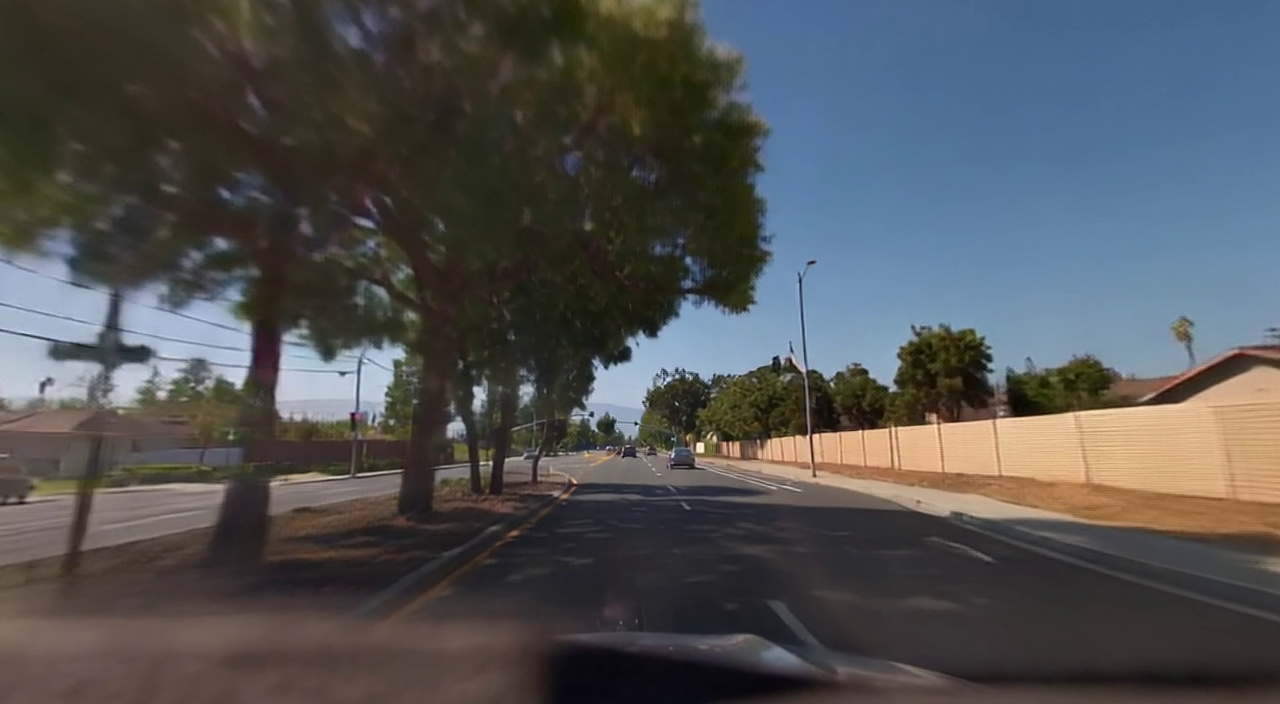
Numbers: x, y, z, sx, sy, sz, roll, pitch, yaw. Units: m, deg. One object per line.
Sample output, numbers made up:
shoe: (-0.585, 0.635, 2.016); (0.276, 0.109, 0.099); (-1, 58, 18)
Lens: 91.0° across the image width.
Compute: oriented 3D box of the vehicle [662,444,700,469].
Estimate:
vehicle: (2.522, 6.606, 39.846); (2.105, 1.490, 4.008); (0, -9, -1)
